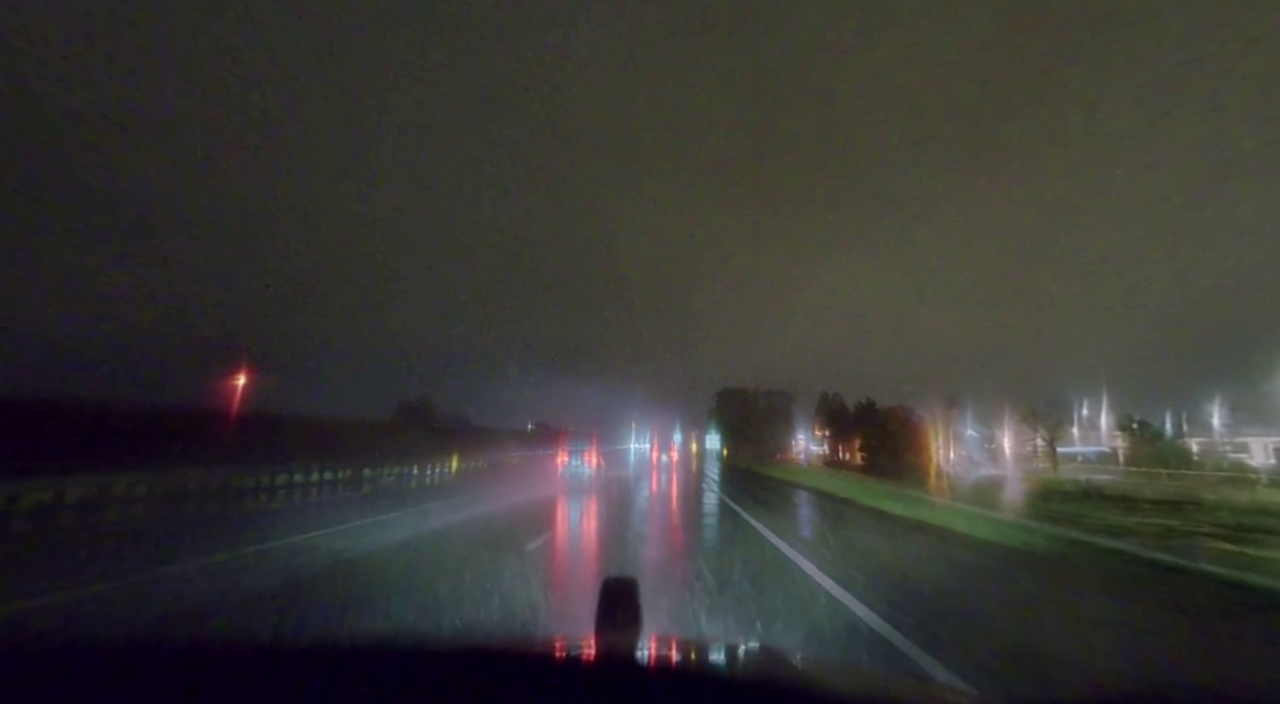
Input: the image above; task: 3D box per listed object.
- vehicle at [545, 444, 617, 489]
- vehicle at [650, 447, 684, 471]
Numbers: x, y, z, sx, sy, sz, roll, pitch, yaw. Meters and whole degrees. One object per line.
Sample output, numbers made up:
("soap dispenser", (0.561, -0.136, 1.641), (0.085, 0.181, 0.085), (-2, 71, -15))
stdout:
("vehicle", (-2.163, 4.368, 24.373), (2.129, 1.563, 4.387), (-1, -9, 3))
("vehicle", (1.802, 7.045, 41.692), (2.129, 1.502, 4.321), (0, -9, 2))
